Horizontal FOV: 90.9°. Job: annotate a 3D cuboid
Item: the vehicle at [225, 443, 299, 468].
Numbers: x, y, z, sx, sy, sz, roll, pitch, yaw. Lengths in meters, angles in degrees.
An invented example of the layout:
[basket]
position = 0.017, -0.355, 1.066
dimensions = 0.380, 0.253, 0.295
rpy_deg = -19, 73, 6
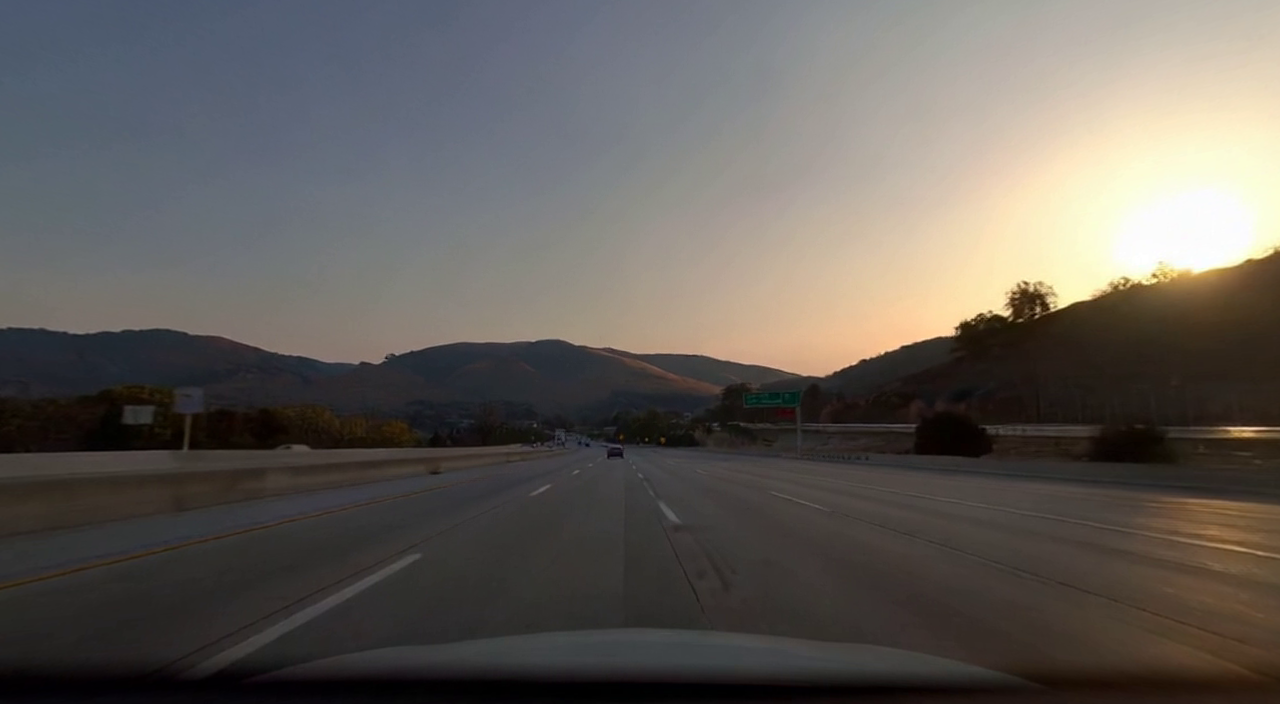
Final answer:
[vehicle]
position = -24.513, 6.716, 41.083
dimensions = 2.199, 1.481, 4.230
rpy_deg = 0, -9, -1
